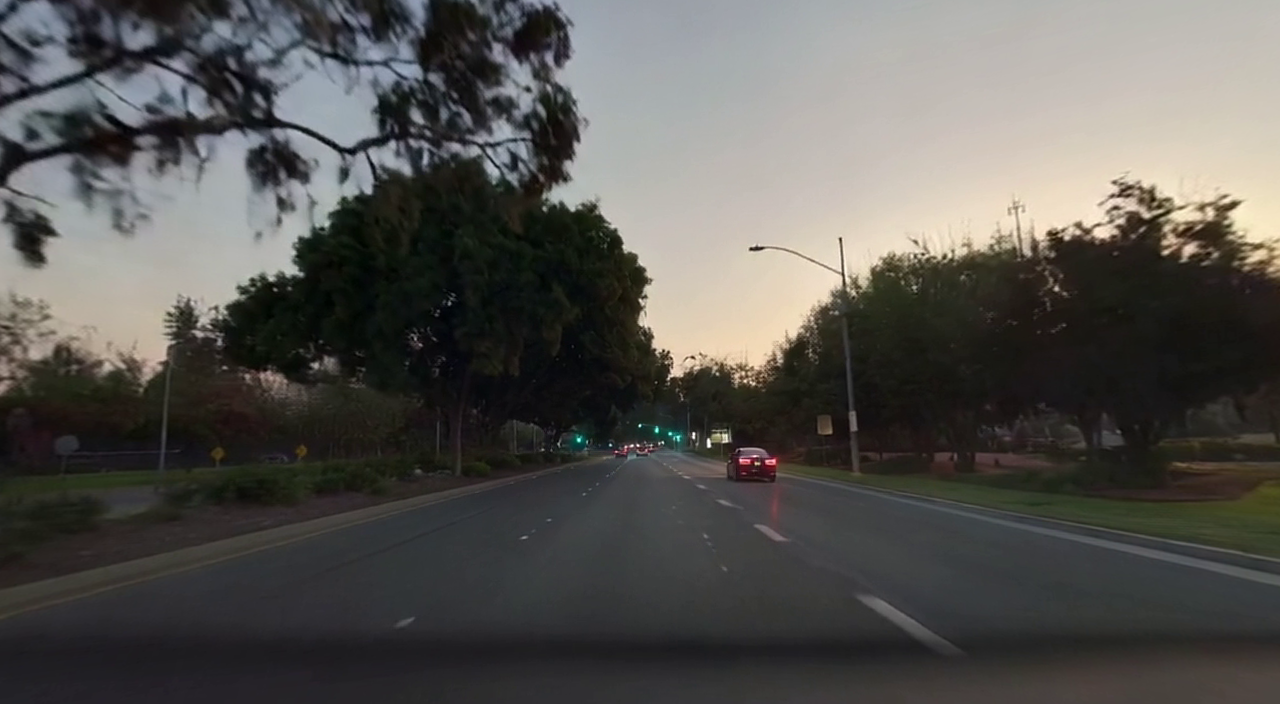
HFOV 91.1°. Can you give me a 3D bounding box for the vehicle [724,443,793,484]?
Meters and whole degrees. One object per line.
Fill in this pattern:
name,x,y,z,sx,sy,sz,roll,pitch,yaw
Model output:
vehicle,4.701,4.481,25.590,1.913,1.516,4.322,0,-9,-1
